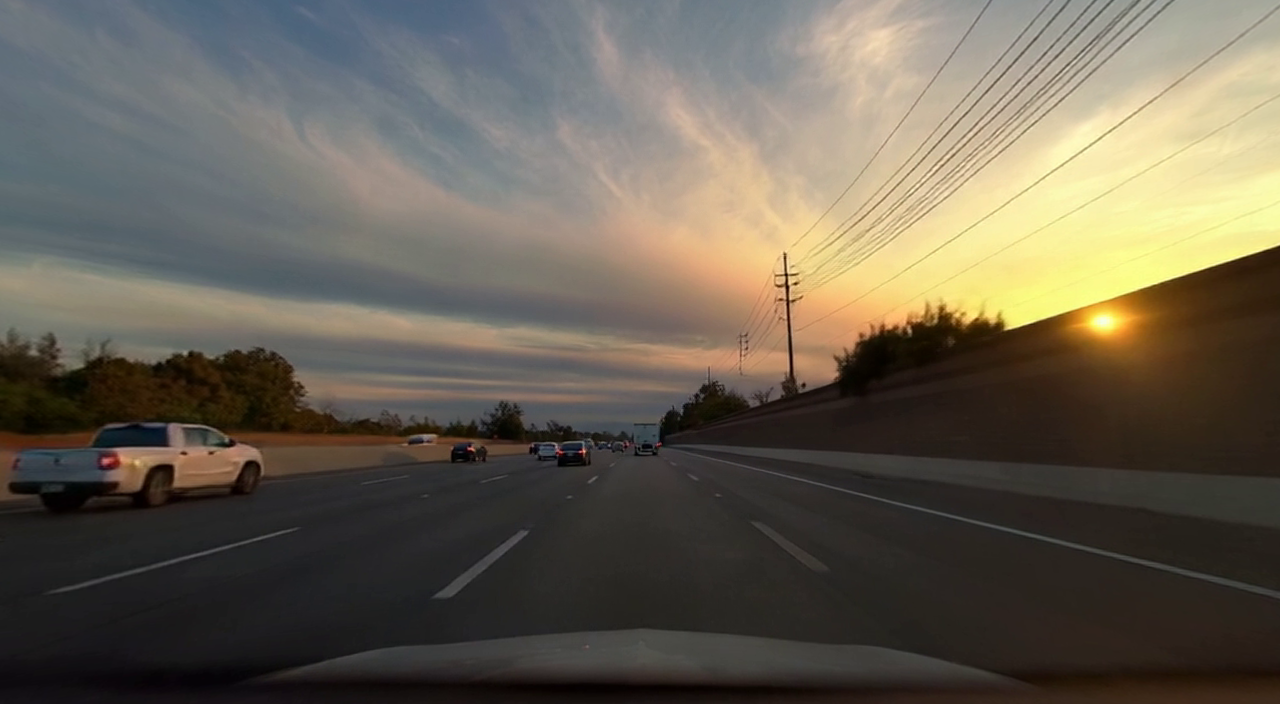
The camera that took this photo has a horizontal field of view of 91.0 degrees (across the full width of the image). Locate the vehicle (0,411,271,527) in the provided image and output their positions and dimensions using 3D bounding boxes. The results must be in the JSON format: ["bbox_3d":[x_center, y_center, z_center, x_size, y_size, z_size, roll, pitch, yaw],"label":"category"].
[{"bbox_3d":[-10.628,2.330,13.126,2.310,1.853,5.817,0,-9,1],"label":"vehicle"}]

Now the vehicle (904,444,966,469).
[{"bbox_3d":[19.622,6.949,42.110,1.985,1.521,4.827,-1,-9,3],"label":"vehicle"}]

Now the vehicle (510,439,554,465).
[{"bbox_3d":[-6.886,6.431,40.622,1.946,1.514,4.687,0,-9,1],"label":"vehicle"}]

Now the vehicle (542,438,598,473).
[{"bbox_3d":[-3.240,4.939,30.187,2.045,1.532,4.954,0,-9,1],"label":"vehicle"}]

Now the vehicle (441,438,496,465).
[{"bbox_3d":[-10.856,6.342,40.228,2.058,1.621,4.739,0,-9,1],"label":"vehicle"}]
